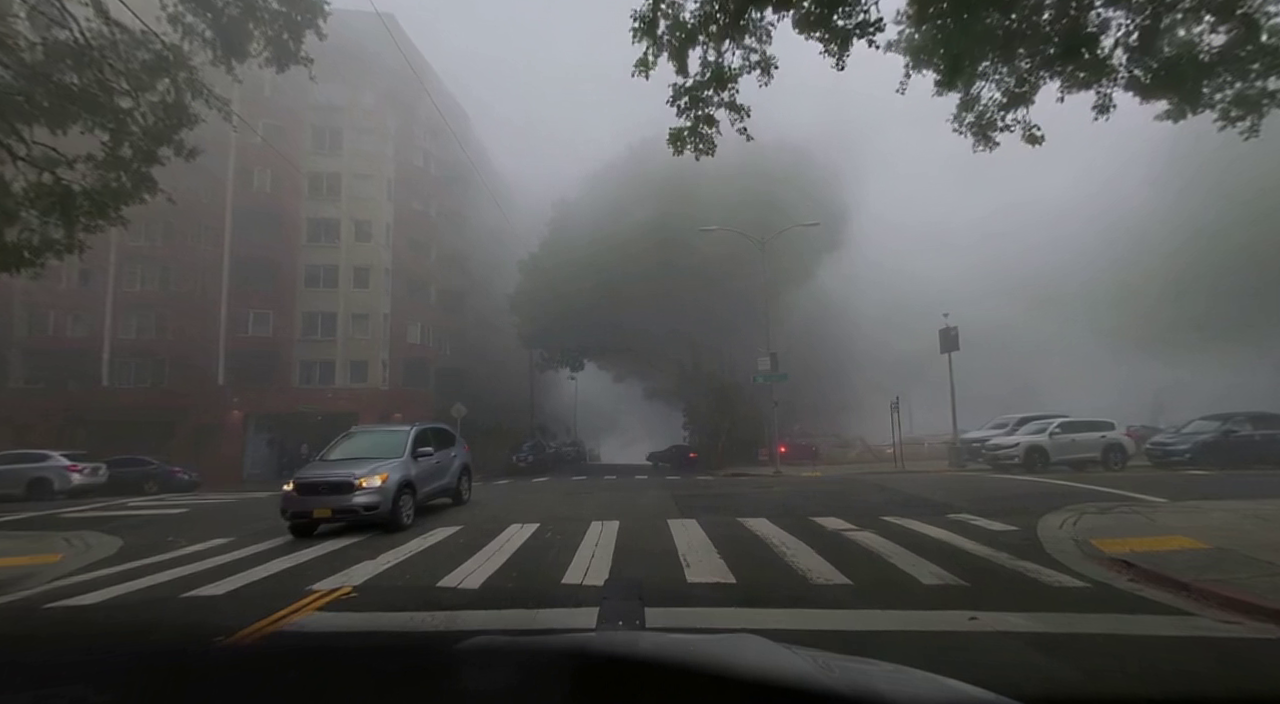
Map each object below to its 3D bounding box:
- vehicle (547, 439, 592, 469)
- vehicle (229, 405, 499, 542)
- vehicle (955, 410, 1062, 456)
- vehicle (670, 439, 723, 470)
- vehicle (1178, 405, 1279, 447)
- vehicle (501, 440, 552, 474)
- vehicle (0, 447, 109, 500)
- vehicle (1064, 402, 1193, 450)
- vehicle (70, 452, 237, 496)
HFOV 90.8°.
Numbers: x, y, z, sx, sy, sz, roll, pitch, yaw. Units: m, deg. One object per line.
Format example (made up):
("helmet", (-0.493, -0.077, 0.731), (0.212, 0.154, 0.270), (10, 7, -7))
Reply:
("vehicle", (-4.360, 6.380, 39.793), (2.102, 1.768, 4.290), (-1, -8, 3))
("vehicle", (-4.760, 2.220, 12.317), (2.395, 1.865, 5.982), (-4, -8, 2))
("vehicle", (16.817, 3.778, 29.156), (2.041, 1.921, 4.574), (0, -9, -2))
("vehicle", (3.246, 5.736, 35.542), (1.942, 1.603, 3.785), (-4, -9, 22))
("vehicle", (27.892, 3.470, 29.050), (1.894, 1.757, 4.692), (0, -9, -3))
("vehicle", (-7.512, 7.034, 42.498), (2.193, 1.814, 5.061), (-9, -9, 0))
("vehicle", (-22.351, 4.371, 22.701), (4.591, 1.774, 2.018), (0, -12, 1))
("vehicle", (22.380, 3.530, 29.296), (2.137, 1.962, 4.988), (-1, -9, 3))
("vehicle", (-17.263, 4.317, 22.581), (4.439, 1.448, 1.793), (0, -9, 0))
